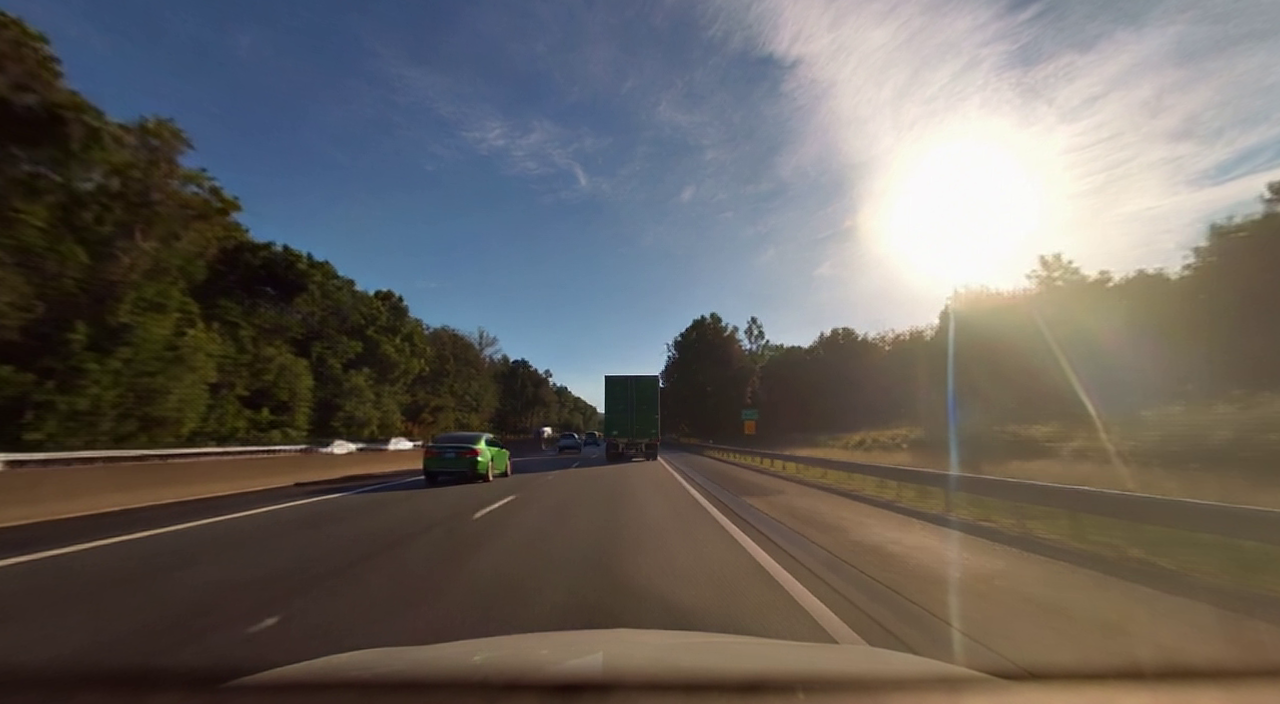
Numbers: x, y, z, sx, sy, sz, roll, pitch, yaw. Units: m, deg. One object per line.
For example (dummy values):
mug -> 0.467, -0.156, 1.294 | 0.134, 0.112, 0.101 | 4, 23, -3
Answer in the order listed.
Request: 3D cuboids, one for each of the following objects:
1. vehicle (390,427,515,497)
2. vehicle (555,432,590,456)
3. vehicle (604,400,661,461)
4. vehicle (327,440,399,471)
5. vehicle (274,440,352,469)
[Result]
vehicle -> -4.483, 2.667, 15.723 | 1.909, 1.520, 3.897 | 0, -8, 0
vehicle -> -5.029, 6.954, 47.609 | 2.138, 1.697, 4.587 | 0, -8, 1
vehicle -> -0.296, 3.288, 26.454 | 2.319, 2.461, 1.270 | 0, -8, 0
vehicle -> -13.625, 5.079, 31.239 | 1.922, 1.431, 3.659 | 0, -8, 0
vehicle -> -17.790, 5.566, 34.556 | 1.847, 1.487, 4.583 | 0, -8, -1
